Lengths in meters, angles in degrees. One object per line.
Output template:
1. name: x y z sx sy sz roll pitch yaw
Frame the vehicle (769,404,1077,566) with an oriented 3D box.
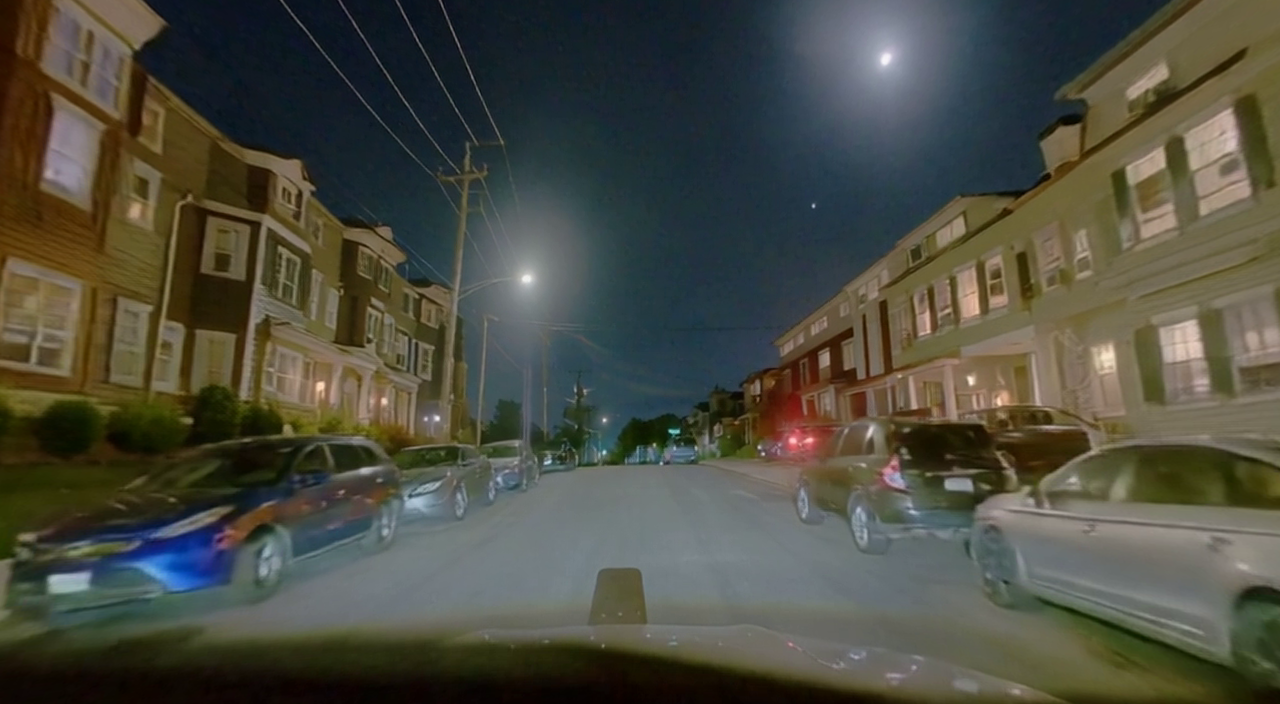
1. vehicle: 3.405 1.695 8.815 1.957 1.644 4.433 1 -8 -4

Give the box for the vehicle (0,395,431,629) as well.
1. vehicle: -4.186 1.613 7.252 2.031 1.708 4.746 -2 -9 -1

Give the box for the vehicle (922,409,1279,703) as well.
1. vehicle: 3.652 1.119 3.725 2.083 1.407 4.506 0 -8 3

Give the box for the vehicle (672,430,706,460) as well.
1. vehicle: 3.774 7.296 49.397 2.343 2.229 4.199 0 -8 0
